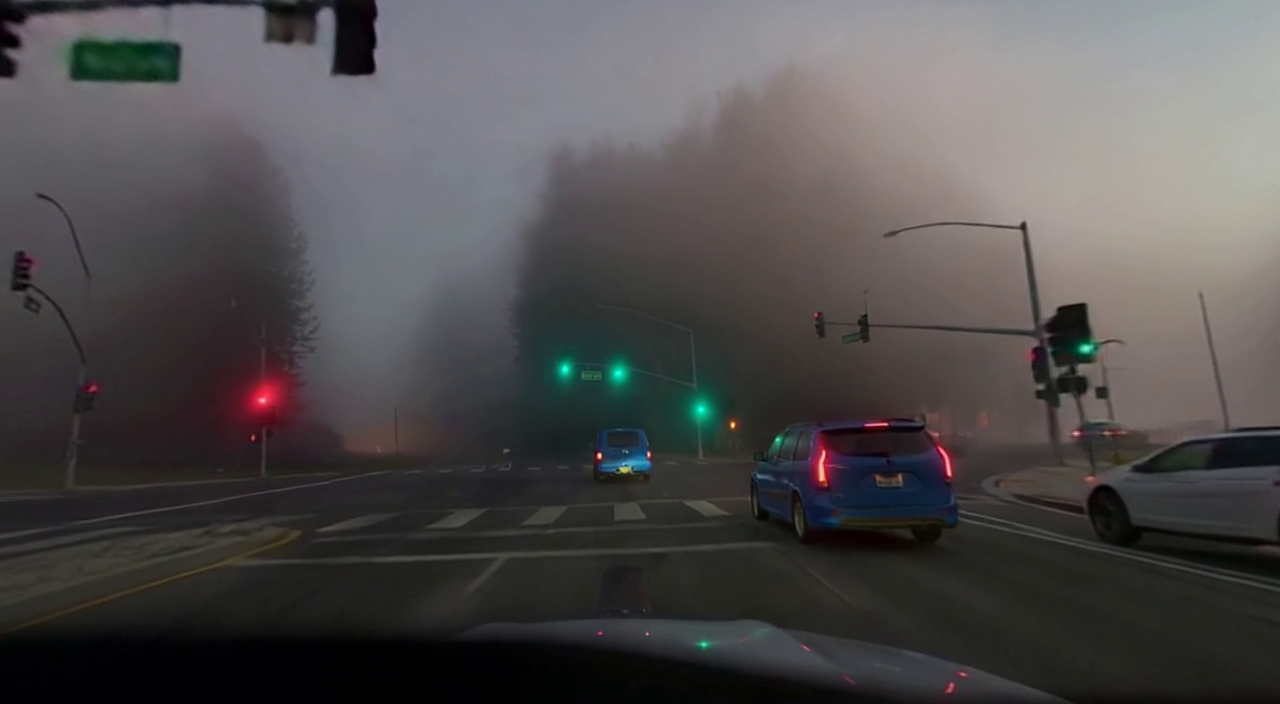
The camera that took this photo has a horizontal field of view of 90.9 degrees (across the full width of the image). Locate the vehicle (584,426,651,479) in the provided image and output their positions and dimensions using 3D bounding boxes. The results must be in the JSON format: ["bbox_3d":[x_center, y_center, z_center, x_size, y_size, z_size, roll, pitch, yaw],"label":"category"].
[{"bbox_3d":[-0.981,3.822,24.213,2.185,1.822,4.583,0,-8,-6],"label":"vehicle"}]

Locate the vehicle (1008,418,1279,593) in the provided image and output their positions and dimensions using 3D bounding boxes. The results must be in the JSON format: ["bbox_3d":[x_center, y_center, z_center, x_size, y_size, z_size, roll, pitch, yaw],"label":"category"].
[{"bbox_3d":[6.512,1.507,6.792,2.124,1.474,4.880,0,-8,0],"label":"vehicle"}]

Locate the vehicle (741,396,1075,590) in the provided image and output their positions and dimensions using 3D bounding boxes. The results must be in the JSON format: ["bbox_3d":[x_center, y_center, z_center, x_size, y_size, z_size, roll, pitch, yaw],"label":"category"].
[{"bbox_3d":[2.753,1.575,7.942,2.024,1.686,4.588,0,-8,-2],"label":"vehicle"}]
